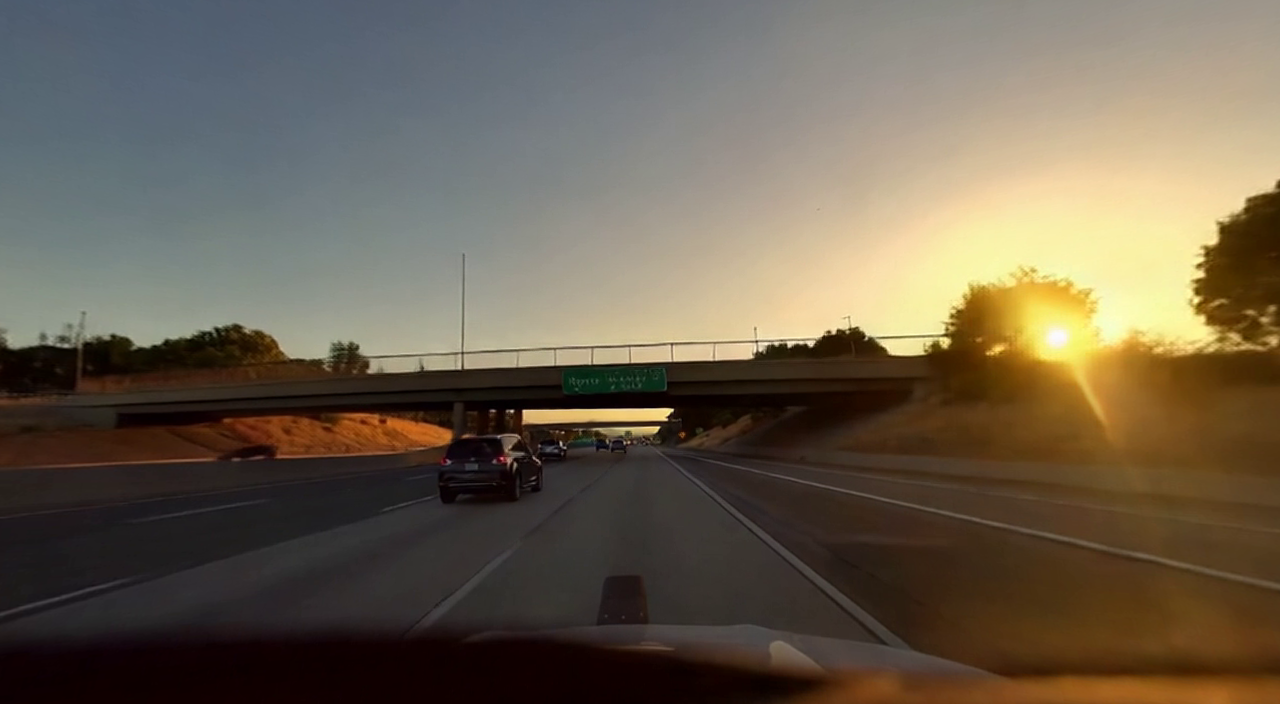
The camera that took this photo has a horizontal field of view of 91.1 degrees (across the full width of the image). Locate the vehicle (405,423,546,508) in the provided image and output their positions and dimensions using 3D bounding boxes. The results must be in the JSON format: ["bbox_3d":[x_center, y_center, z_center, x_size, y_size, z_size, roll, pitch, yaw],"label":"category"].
[{"bbox_3d":[-3.655,2.615,14.895,2.048,1.705,4.384,0,-8,1],"label":"vehicle"}]

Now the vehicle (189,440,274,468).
[{"bbox_3d":[-29.345,7.305,45.393,2.213,1.868,5.794,0,-8,1],"label":"vehicle"}]
